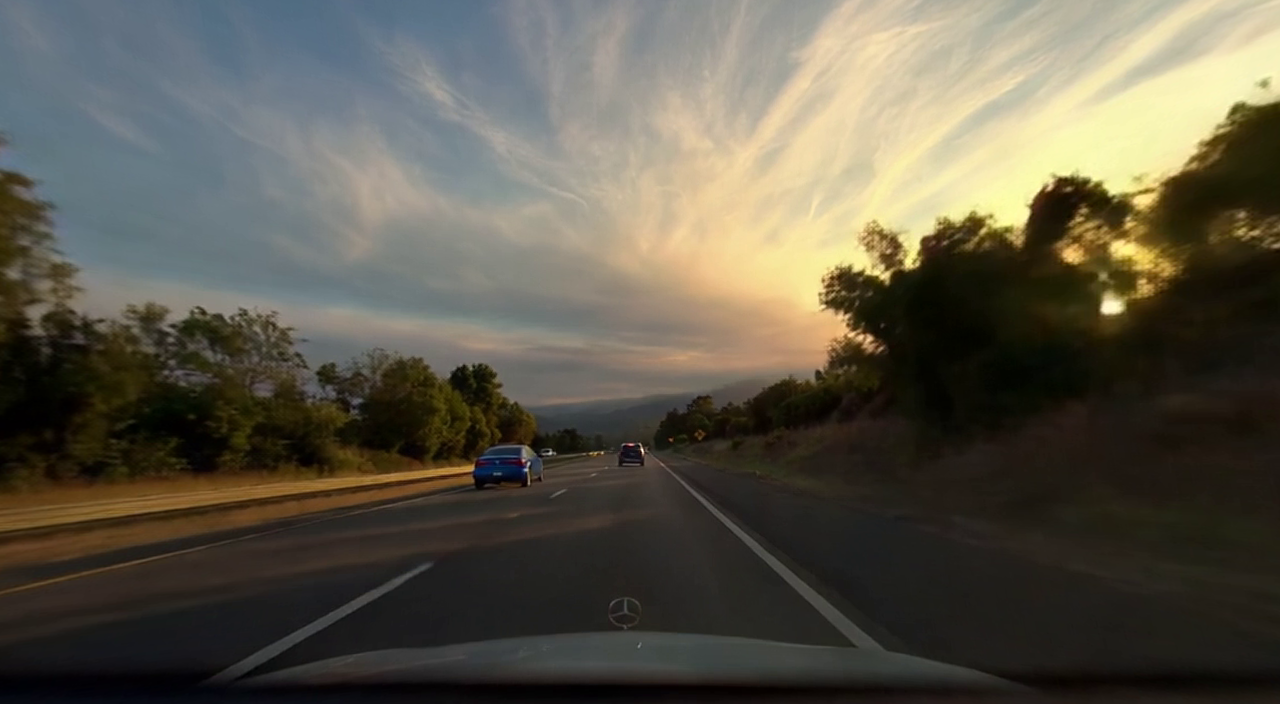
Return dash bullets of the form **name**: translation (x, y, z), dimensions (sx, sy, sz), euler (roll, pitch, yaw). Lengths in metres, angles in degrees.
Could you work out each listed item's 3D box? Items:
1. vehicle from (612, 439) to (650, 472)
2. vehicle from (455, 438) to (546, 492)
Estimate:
- **vehicle**: translation (-0.523, 6.040, 36.885), dimensions (2.126, 1.786, 3.958), euler (0, -9, -1)
- **vehicle**: translation (-4.634, 3.822, 21.587), dimensions (2.113, 1.656, 4.215), euler (0, -9, 1)
